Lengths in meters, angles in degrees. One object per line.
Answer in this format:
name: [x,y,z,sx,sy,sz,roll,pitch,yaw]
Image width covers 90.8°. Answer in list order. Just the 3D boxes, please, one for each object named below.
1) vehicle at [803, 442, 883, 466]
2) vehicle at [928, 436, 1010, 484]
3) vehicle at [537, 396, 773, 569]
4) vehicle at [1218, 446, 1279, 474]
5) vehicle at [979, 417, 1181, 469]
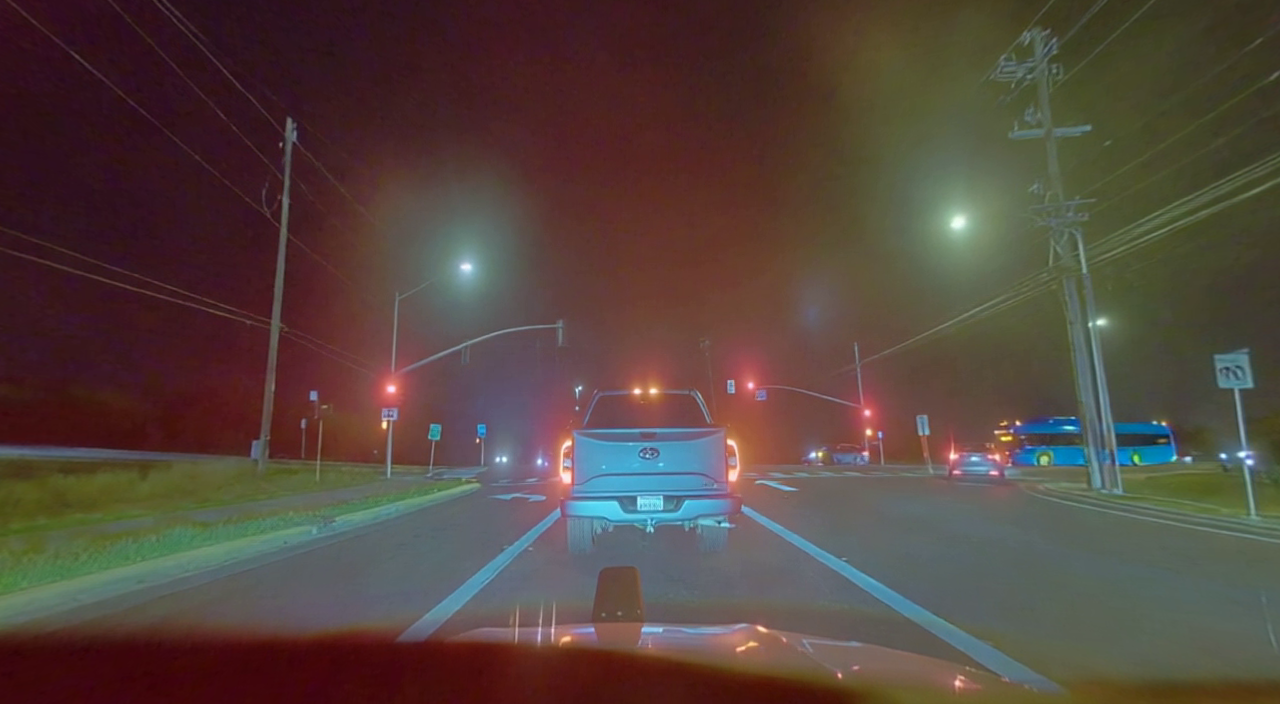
vehicle: [13.202,6.668,41.324,4.578,1.490,1.935,-1,-8,1]
vehicle: [11.675,3.740,22.244,2.060,1.496,4.520,-6,-10,32]
vehicle: [0.126,1.905,10.112,2.707,1.964,5.485,0,-8,-1]
vehicle: [41.431,7.013,41.260,5.426,1.728,1.999,0,-8,-2]
vehicle: [28.515,5.949,41.312,10.726,3.128,3.003,-1,-8,1]
